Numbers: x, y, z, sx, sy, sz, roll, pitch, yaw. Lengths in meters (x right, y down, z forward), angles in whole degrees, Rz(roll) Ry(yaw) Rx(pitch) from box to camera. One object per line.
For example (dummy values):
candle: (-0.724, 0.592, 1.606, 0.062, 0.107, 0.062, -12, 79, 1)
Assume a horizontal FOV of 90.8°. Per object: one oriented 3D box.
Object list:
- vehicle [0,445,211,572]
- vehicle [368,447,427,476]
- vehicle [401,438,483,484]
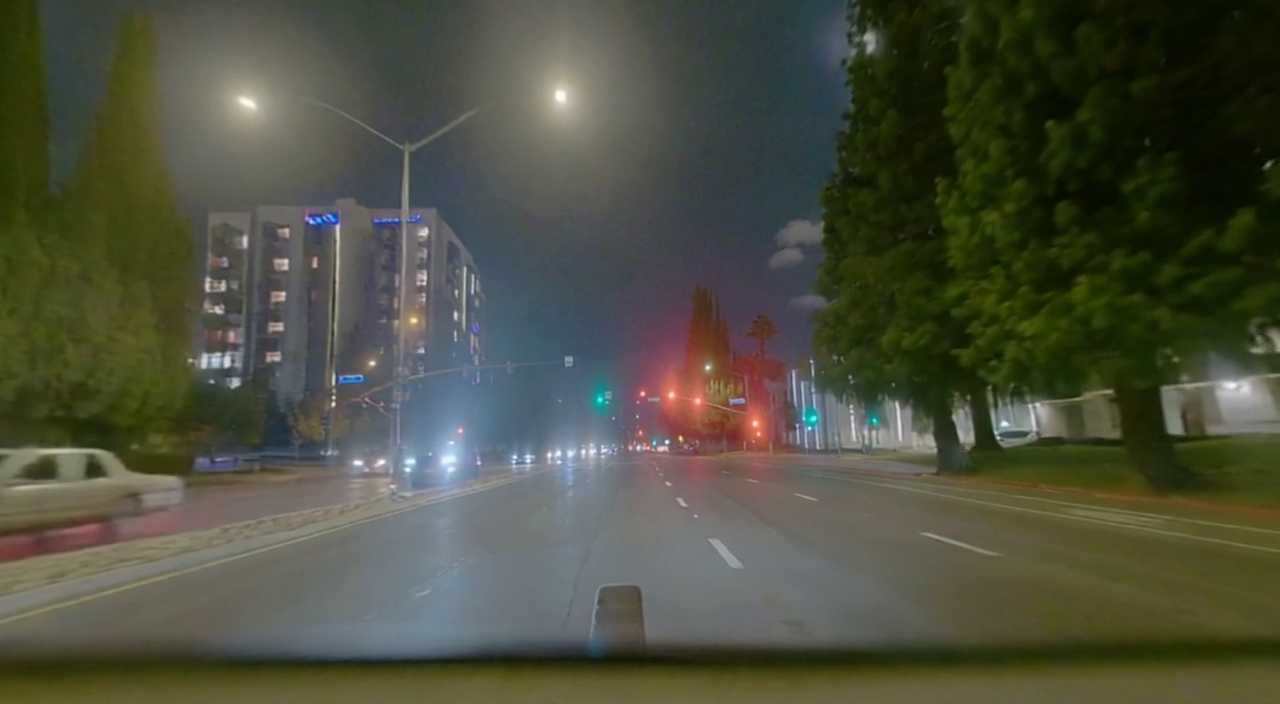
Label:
vehicle: (-8.454, 2.041, 8.732, 1.899, 1.465, 4.443, 0, -9, 0)
vehicle: (-15.335, 6.921, 40.224, 1.978, 1.722, 4.383, 0, -9, 0)
vehicle: (-8.571, 4.749, 27.847, 2.131, 1.836, 4.670, 0, -9, -1)
